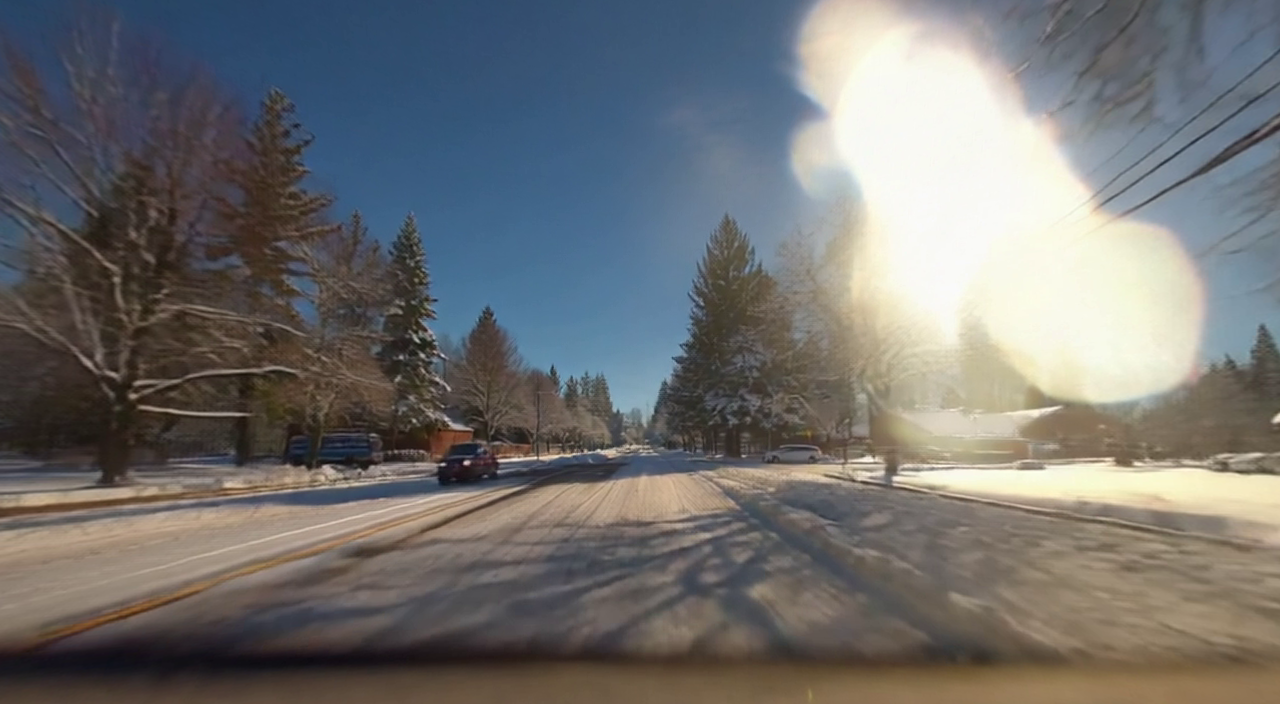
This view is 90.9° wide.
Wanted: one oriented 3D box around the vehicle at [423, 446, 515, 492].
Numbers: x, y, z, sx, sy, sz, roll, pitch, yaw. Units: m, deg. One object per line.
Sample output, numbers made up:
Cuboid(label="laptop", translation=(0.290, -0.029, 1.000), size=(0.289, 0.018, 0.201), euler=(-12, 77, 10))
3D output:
Cuboid(label="vehicle", translation=(-6.389, 4.403, 24.169), size=(2.163, 1.588, 4.509), euler=(0, -8, 1))

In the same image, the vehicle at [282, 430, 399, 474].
Cuboid(label="vehicle", translation=(-20.611, 6.890, 43.601), size=(6.794, 2.863, 2.387), euler=(0, -8, 0))

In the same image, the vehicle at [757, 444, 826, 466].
Cuboid(label="vehicle", translation=(11.349, 7.717, 47.465), size=(4.565, 1.600, 2.023), euler=(0, -8, -5))
